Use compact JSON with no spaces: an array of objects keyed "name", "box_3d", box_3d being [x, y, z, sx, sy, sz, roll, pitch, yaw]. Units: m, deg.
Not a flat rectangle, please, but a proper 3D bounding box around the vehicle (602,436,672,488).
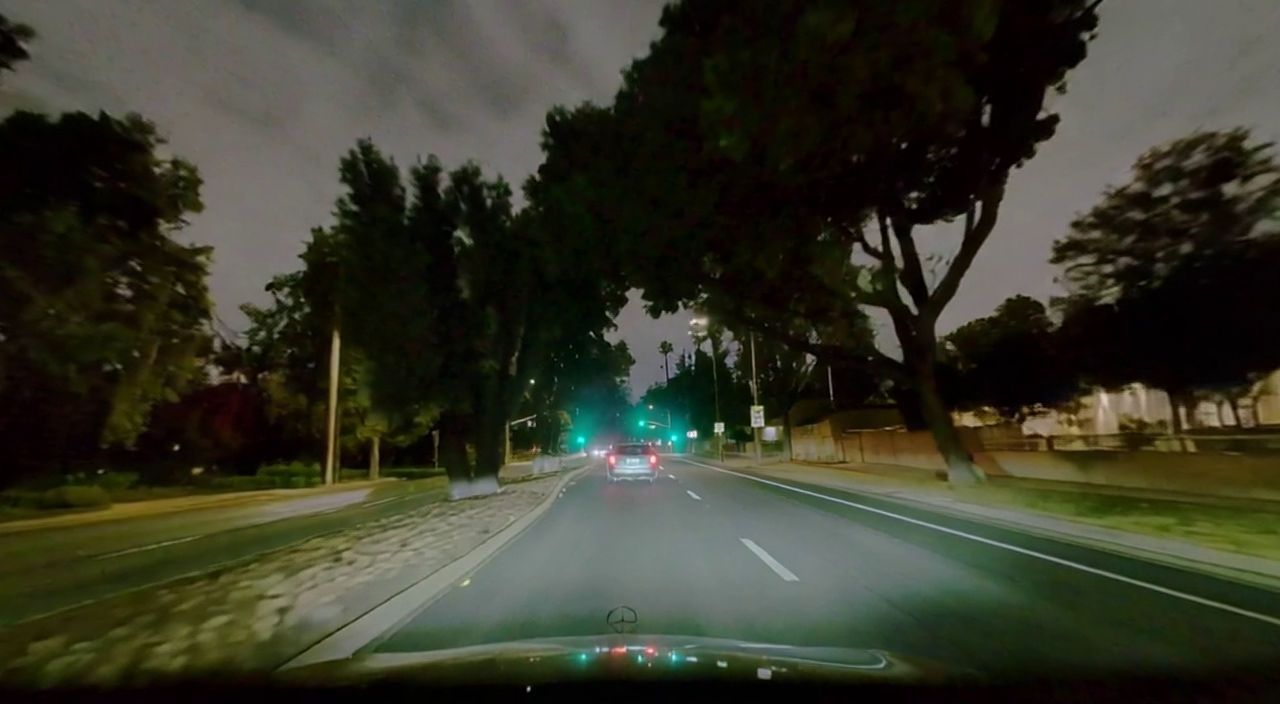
[{"name":"vehicle","box_3d":[-0.113,3.797,22.090,2.181,1.639,4.127,0,-9,0]}]
